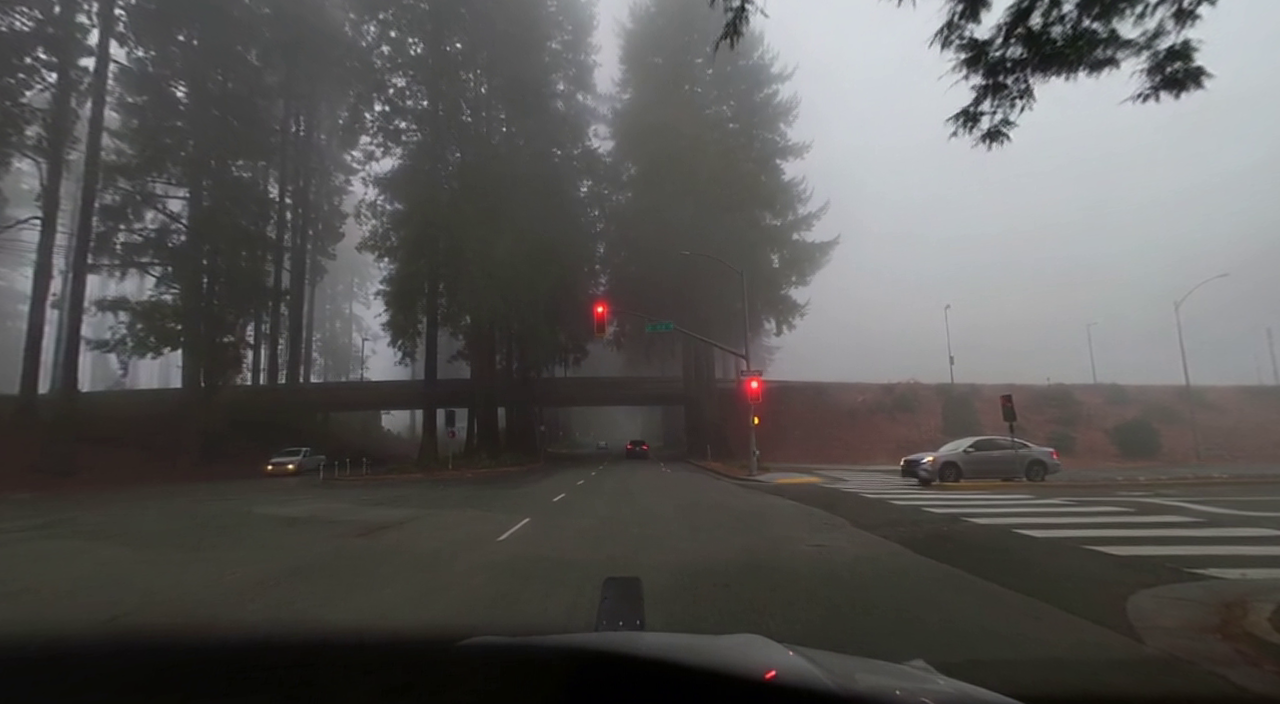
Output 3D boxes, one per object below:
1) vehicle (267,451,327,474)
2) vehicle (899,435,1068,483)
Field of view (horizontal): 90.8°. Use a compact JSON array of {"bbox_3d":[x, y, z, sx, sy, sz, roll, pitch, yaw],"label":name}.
[{"bbox_3d":[-24.010,7.725,44.446,1.834,1.482,4.310,0,-9,-1],"label":"vehicle"},{"bbox_3d":[11.359,3.536,21.063,4.691,1.466,1.800,1,-9,-7],"label":"vehicle"}]
